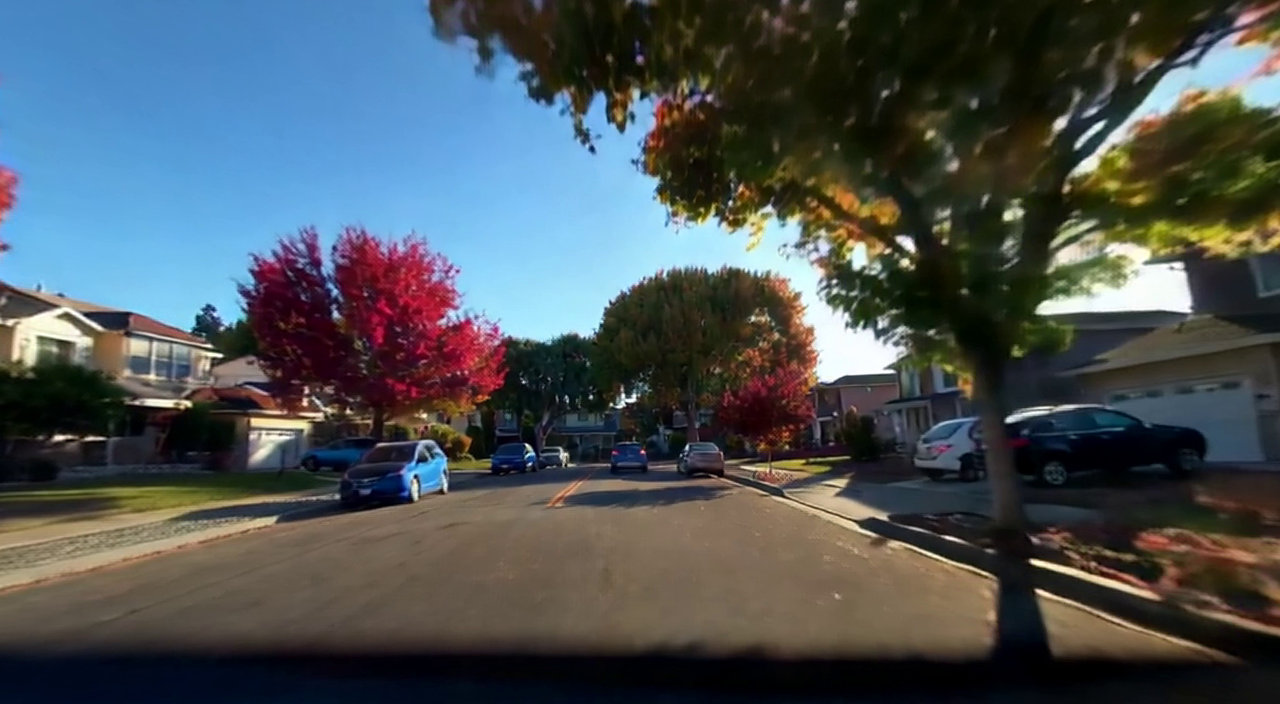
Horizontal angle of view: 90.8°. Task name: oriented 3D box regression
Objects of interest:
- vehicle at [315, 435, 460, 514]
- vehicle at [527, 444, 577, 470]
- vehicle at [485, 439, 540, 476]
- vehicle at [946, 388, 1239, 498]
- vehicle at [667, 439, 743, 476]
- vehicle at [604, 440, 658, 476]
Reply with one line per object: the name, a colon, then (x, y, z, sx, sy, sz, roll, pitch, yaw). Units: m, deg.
vehicle: (-6.753, 3.251, 17.598, 2.254, 1.773, 4.795, -2, -7, -2)
vehicle: (-6.659, 7.998, 48.451, 2.641, 1.747, 4.738, -4, -8, 6)
vehicle: (-7.177, 5.953, 35.942, 2.235, 1.851, 4.662, -2, -9, -1)
vehicle: (9.673, 1.973, 13.817, 4.813, 1.914, 2.041, -3, -9, -5)
vehicle: (2.767, 4.700, 28.282, 2.429, 1.502, 4.474, 1, -9, -7)
vehicle: (-0.481, 4.648, 27.958, 2.192, 1.474, 4.192, 1, -9, -3)
